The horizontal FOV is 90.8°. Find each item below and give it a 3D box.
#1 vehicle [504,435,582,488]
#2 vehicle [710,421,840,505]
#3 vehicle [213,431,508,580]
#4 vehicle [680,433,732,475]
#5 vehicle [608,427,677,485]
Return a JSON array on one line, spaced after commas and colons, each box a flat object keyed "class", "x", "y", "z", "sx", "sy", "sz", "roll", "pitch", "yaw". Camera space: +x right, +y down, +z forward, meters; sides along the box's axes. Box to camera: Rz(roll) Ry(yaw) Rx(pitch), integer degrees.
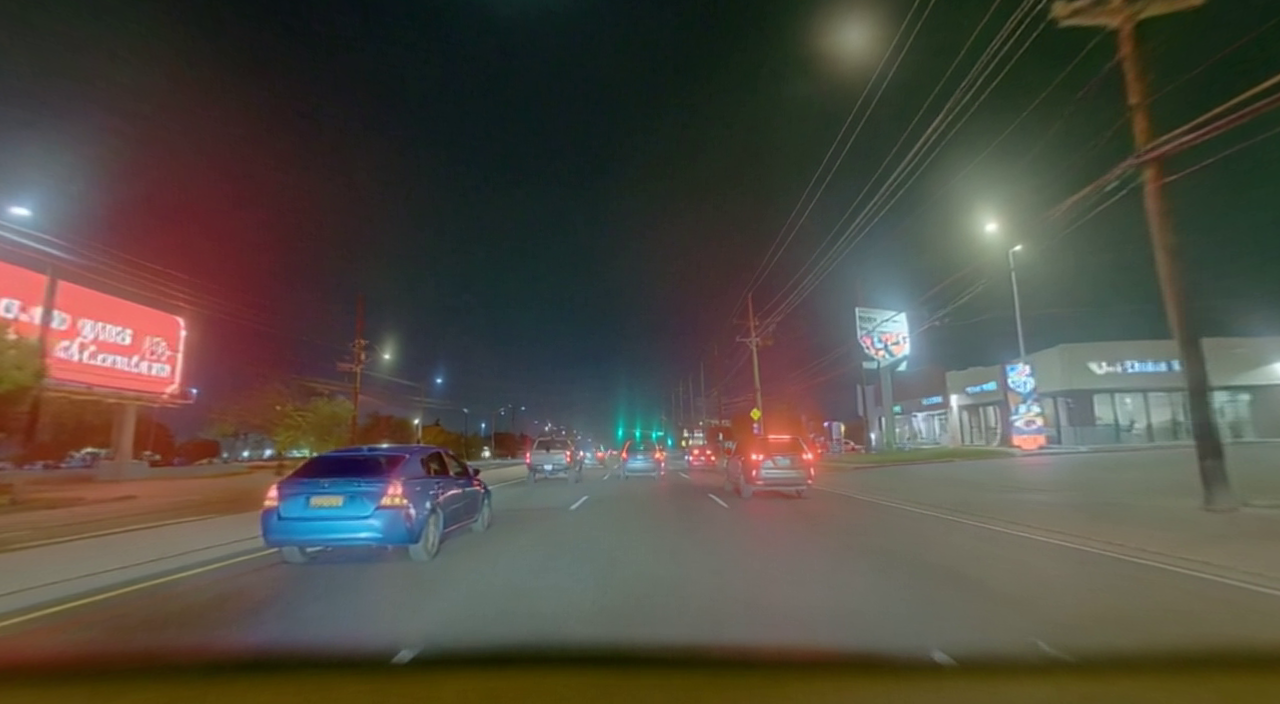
[{"class": "vehicle", "x": -3.227, "y": 3.728, "z": 21.838, "sx": 2.051, "sy": 1.671, "sz": 3.861, "roll": 0, "pitch": -8, "yaw": 0}, {"class": "vehicle", "x": 3.334, "y": 2.869, "z": 16.800, "sx": 2.282, "sy": 1.897, "sz": 4.915, "roll": 0, "pitch": -8, "yaw": -1}, {"class": "vehicle", "x": -3.322, "y": 1.890, "z": 8.732, "sx": 2.022, "sy": 1.498, "sz": 4.471, "roll": 0, "pitch": -8, "yaw": 0}, {"class": "vehicle", "x": 3.184, "y": 5.000, "z": 31.287, "sx": 2.026, "sy": 1.904, "sz": 4.102, "roll": 0, "pitch": -8, "yaw": -2}, {"class": "vehicle", "x": 0.065, "y": 3.820, "z": 23.394, "sx": 2.326, "sy": 1.925, "sz": 4.253, "roll": 0, "pitch": -8, "yaw": -1}]
